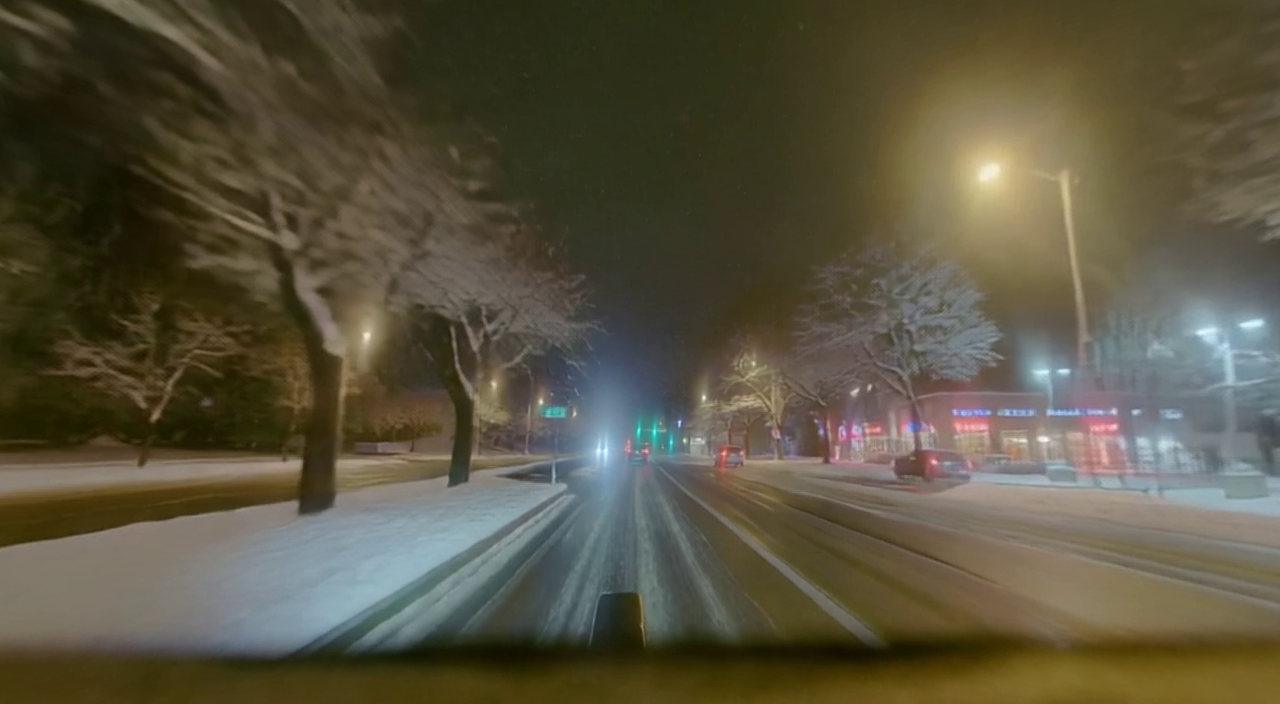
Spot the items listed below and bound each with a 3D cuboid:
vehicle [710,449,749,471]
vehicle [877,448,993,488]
[{"bbox_3d":[6.325,7.677,45.257,2.024,1.475,4.600,0,-9,-2],"label":"vehicle"},{"bbox_3d":[13.461,5.277,29.000,4.281,1.719,1.983,0,-9,-1],"label":"vehicle"}]
